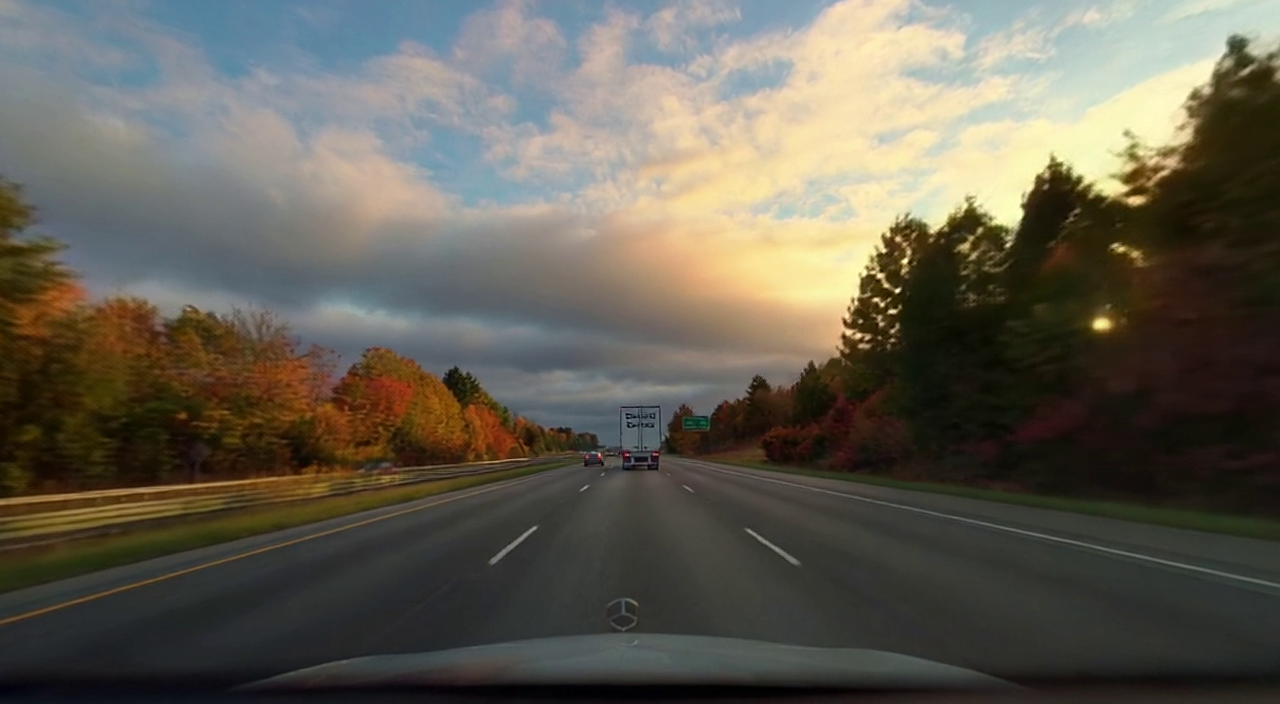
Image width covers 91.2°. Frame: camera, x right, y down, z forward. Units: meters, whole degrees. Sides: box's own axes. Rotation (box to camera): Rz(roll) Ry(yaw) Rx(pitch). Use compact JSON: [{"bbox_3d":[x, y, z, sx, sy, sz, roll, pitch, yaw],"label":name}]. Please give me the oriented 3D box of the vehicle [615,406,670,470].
[{"bbox_3d":[0.143,6.840,48.949,3.537,4.071,17.399,0,-9,0],"label":"vehicle"}]
